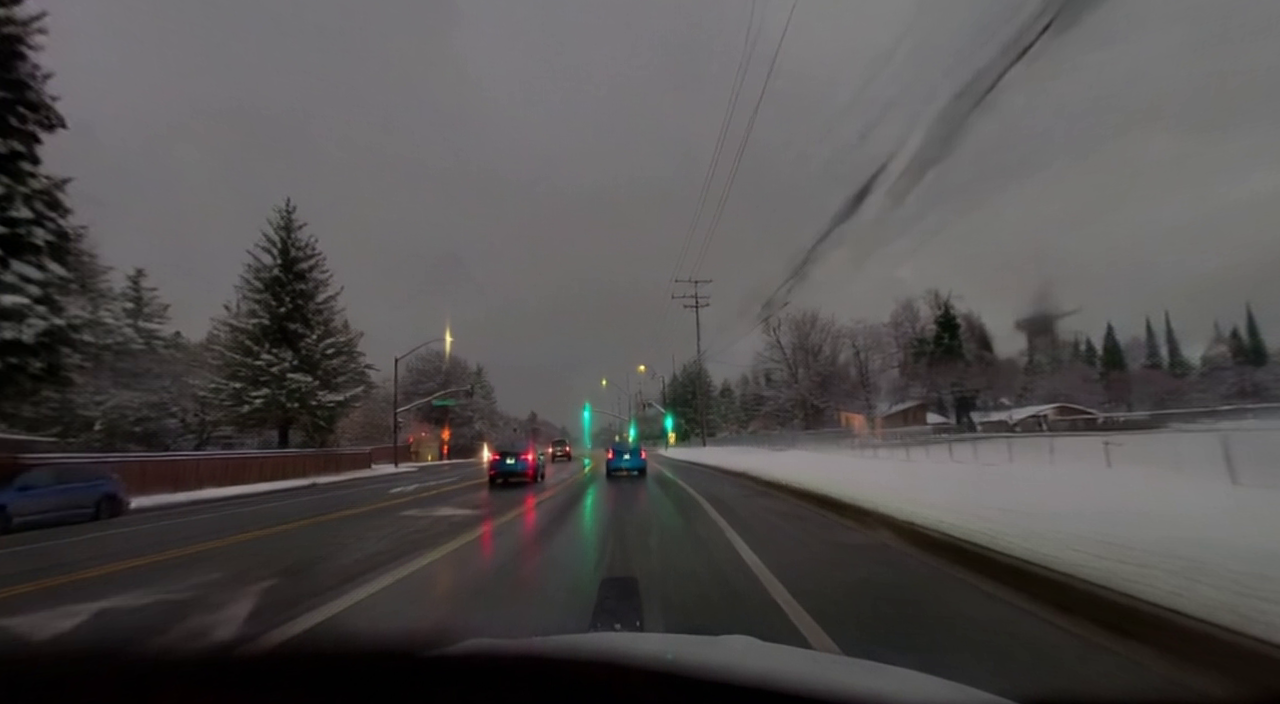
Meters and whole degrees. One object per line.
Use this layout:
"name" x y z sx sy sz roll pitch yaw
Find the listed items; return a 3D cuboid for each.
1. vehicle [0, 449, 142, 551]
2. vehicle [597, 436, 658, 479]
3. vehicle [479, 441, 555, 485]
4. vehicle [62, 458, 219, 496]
"vehicle" -14.565 3.296 14.185 2.094 2.000 5.603 1 -7 1
"vehicle" -0.504 4.017 24.328 2.168 1.504 4.284 0 -8 -2
"vehicle" -4.321 3.944 22.868 1.913 1.425 4.235 0 -8 0
"vehicle" -21.293 5.320 27.093 4.881 1.488 2.069 0 -8 -3
